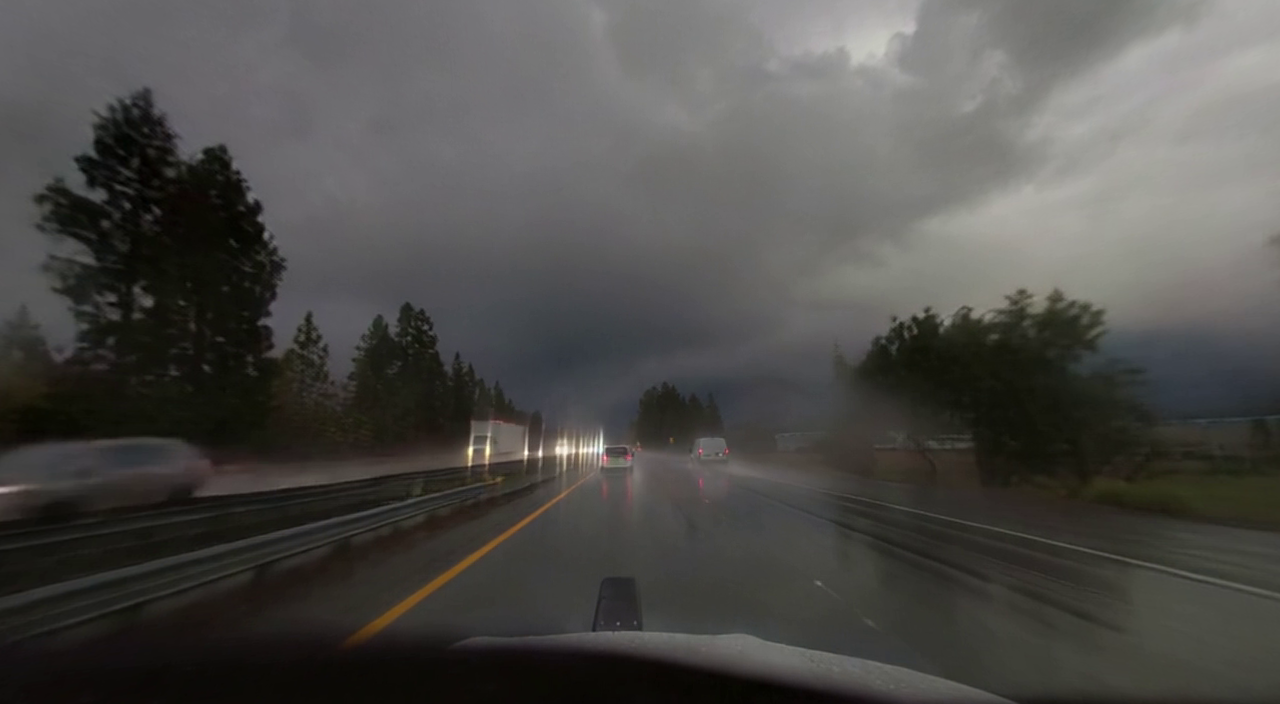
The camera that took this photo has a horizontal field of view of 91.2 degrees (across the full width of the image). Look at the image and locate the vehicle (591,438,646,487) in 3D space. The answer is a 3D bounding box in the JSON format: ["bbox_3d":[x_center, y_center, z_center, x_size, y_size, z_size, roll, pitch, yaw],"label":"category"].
[{"bbox_3d":[-0.796,4.256,24.440,1.963,1.711,4.284,0,-9,-1],"label":"vehicle"}]

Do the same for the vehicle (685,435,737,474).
[{"bbox_3d":[3.815,5.621,34.498,2.179,1.930,4.538,0,-9,-1],"label":"vehicle"}]
